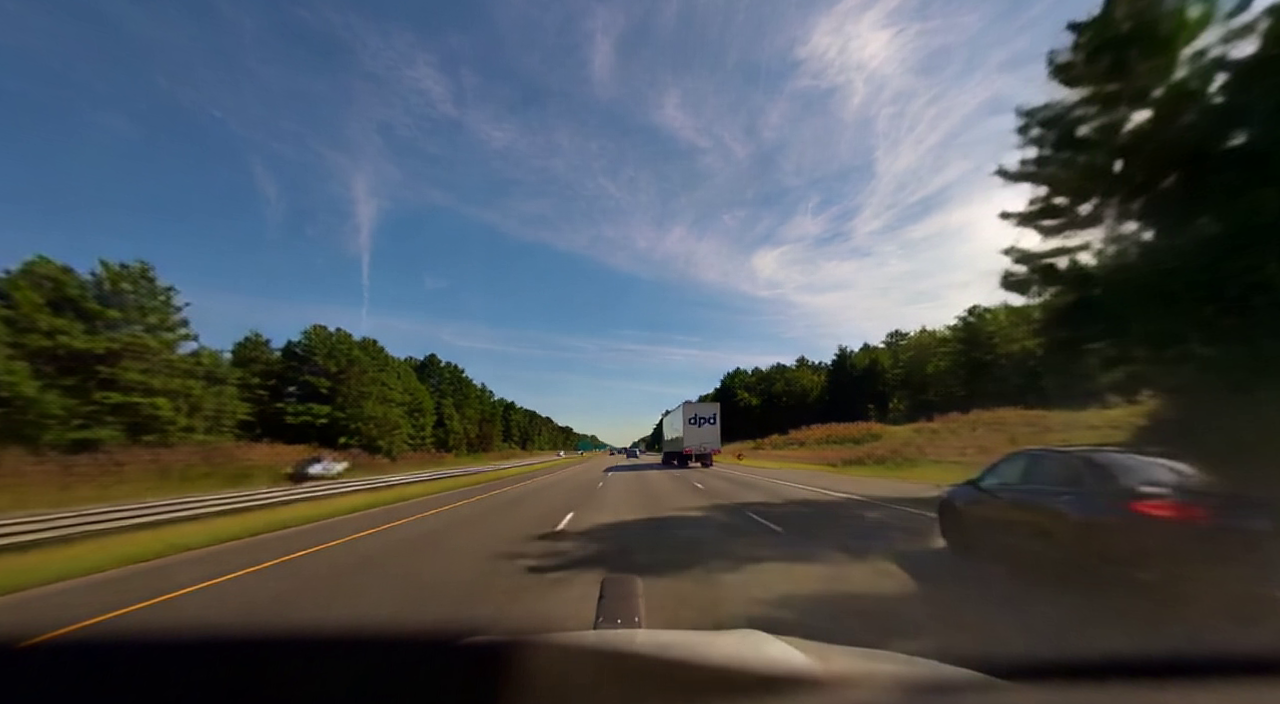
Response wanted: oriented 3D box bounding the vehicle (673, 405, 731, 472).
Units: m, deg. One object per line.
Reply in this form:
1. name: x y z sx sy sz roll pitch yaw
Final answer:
1. vehicle: 3.890 5.758 41.497 2.856 3.933 8.334 0 -9 -1

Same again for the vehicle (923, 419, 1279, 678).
1. vehicle: 4.396 1.430 5.594 1.910 1.474 3.776 0 -9 -1

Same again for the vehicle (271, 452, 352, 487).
1. vehicle: -16.472 5.852 31.744 1.879 1.607 4.218 0 -9 -2
